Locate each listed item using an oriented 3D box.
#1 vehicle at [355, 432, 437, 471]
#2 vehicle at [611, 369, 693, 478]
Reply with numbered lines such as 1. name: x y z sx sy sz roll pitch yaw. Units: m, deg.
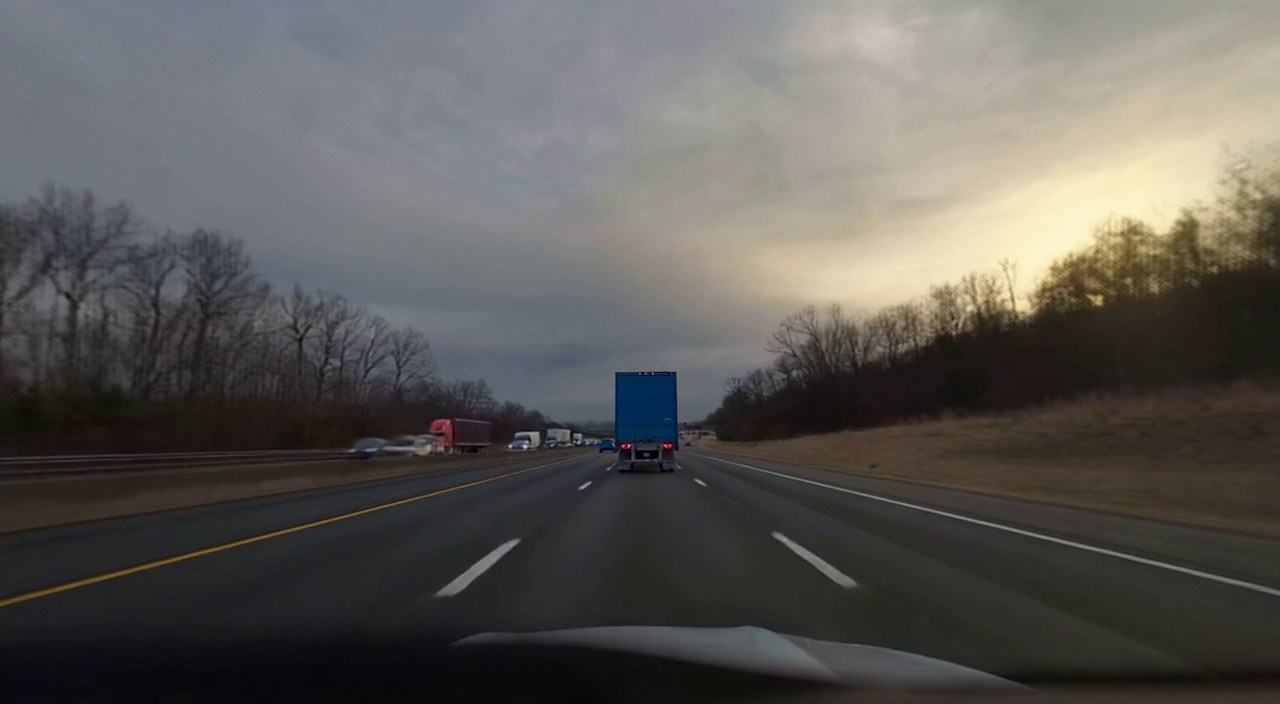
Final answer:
1. vehicle: -12.677 5.191 32.980 2.171 1.856 5.157 0 -8 1
2. vehicle: 0.448 3.394 28.499 3.010 4.039 10.481 0 -8 0
